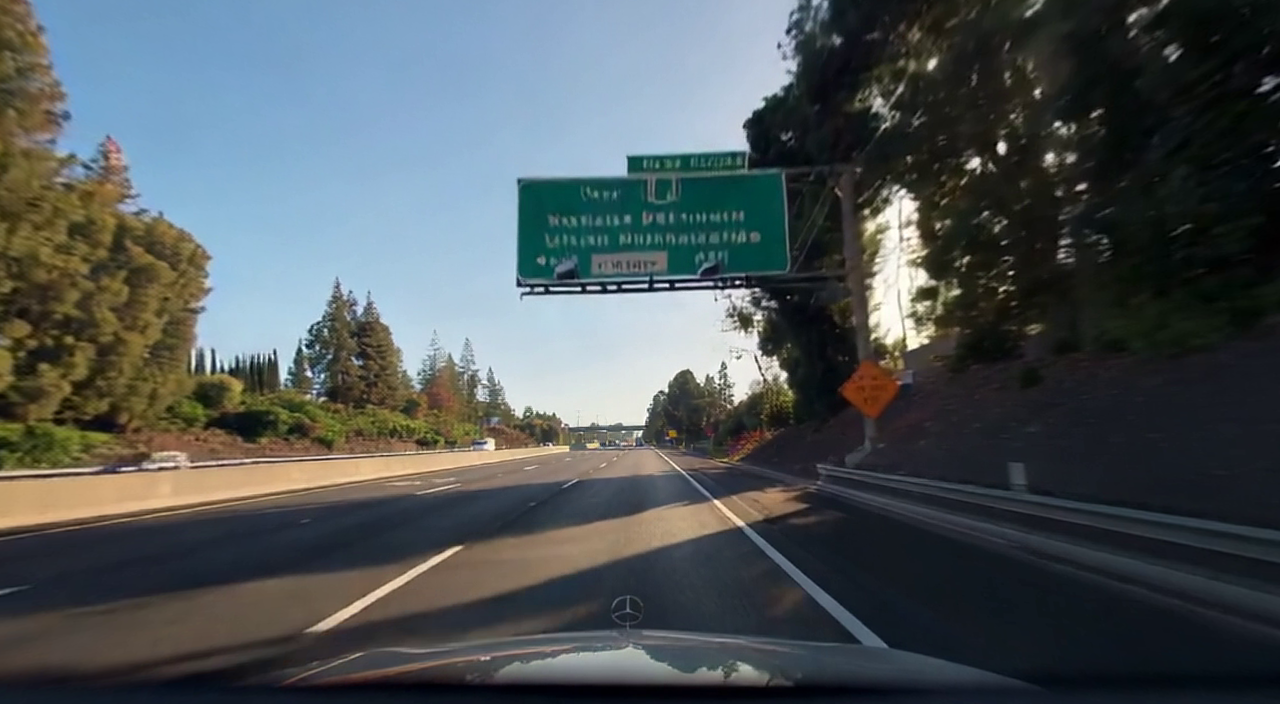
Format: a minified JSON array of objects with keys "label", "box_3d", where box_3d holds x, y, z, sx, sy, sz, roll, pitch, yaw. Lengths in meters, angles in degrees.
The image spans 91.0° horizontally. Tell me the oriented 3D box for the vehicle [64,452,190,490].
[{"label":"vehicle","box_3d":[-23.611,5.462,29.236,1.858,1.546,4.690,0,-8,1]}]
